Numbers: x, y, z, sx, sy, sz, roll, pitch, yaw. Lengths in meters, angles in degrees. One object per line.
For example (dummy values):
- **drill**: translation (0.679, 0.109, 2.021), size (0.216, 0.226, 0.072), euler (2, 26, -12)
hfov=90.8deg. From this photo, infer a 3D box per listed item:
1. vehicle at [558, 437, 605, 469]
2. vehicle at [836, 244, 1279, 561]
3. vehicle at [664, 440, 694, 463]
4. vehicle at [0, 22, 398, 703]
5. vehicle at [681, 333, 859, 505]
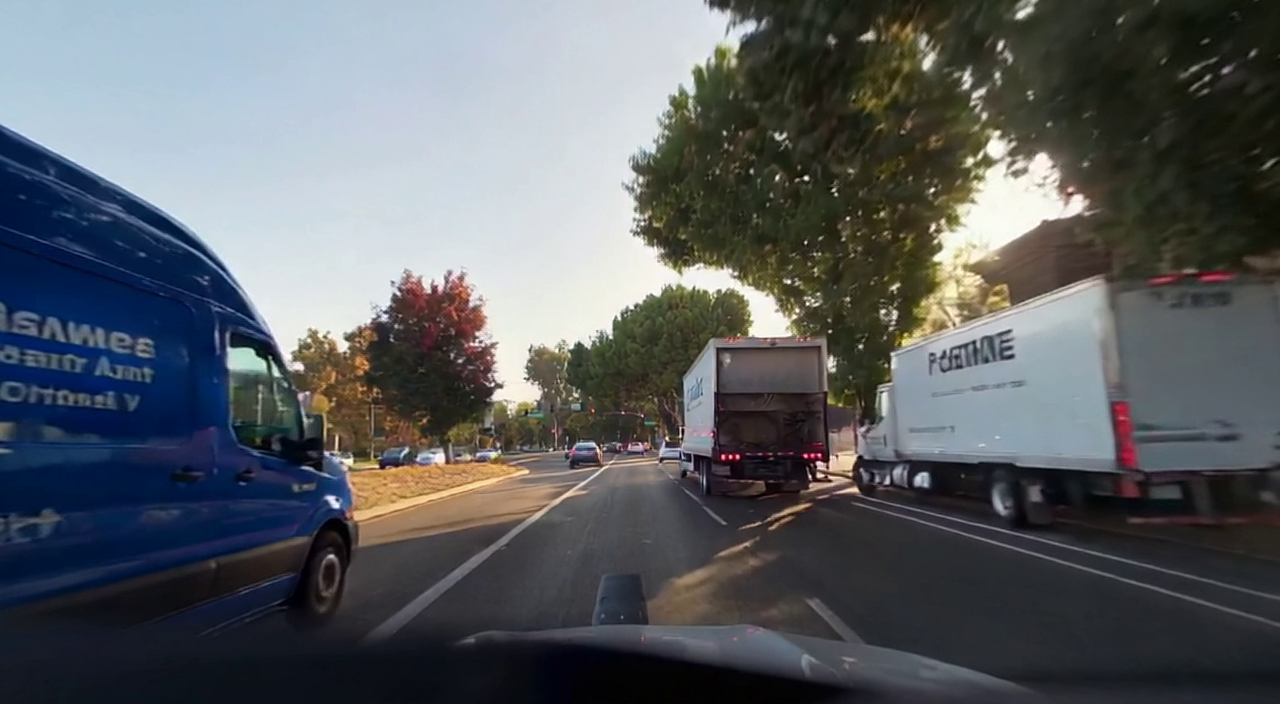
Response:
- **vehicle**: translation (-3.411, 6.065, 38.006), size (2.356, 1.766, 5.674), euler (0, -9, -1)
- **vehicle**: translation (6.979, 1.254, 12.469), size (3.005, 3.947, 9.252), euler (0, -9, -1)
- **vehicle**: translation (2.770, 7.207, 45.822), size (1.869, 1.616, 4.346), euler (0, -9, 0)
- **vehicle**: translation (-3.429, 0.280, 2.257), size (2.443, 2.784, 6.493), euler (0, -9, 1)
- **vehicle**: translation (2.961, 2.078, 17.862), size (2.861, 3.525, 9.858), euler (0, -9, 0)
